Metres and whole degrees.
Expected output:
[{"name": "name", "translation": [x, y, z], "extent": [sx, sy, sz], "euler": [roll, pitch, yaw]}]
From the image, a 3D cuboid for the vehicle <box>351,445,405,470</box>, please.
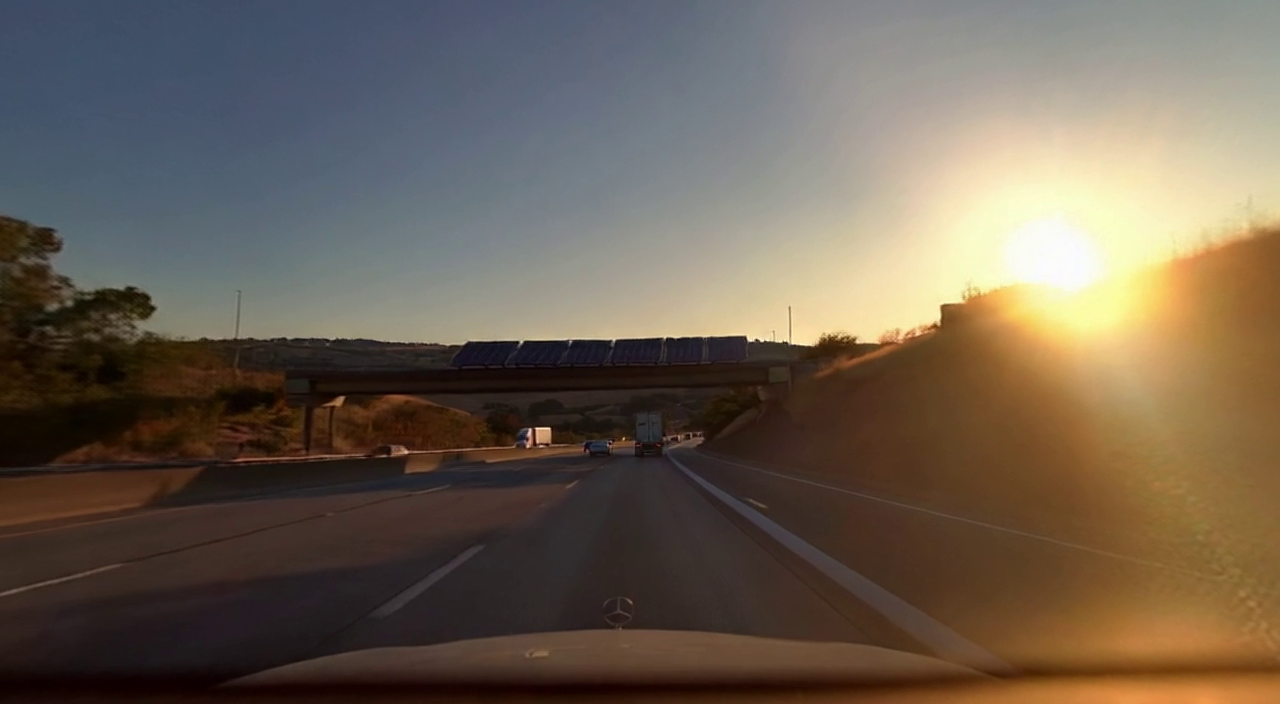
[{"name": "vehicle", "translation": [-18.981, 7.662, 45.807], "extent": [1.938, 1.649, 4.569], "euler": [-1, -8, 0]}]
